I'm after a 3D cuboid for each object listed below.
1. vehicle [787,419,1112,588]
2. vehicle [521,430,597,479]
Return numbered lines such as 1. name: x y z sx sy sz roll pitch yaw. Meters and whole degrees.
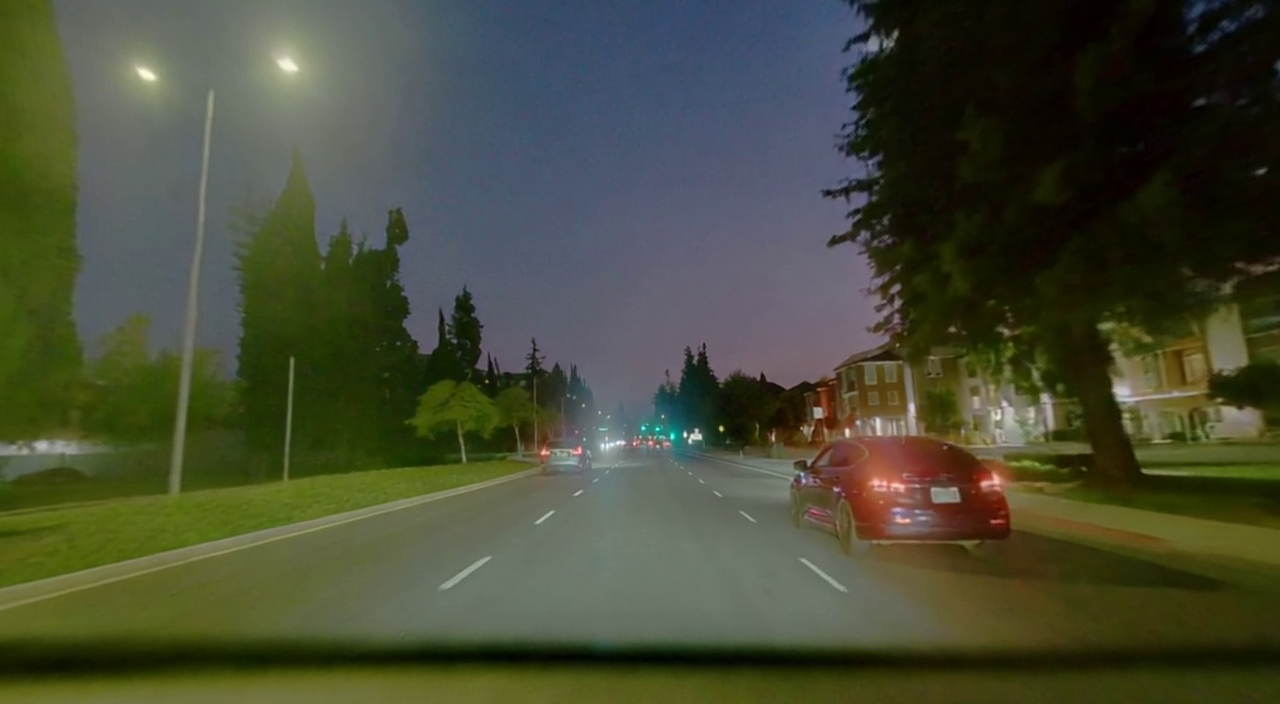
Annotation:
1. vehicle: 3.354 1.710 8.009 1.945 1.530 4.320 0 -8 0
2. vehicle: -3.218 4.201 26.177 2.216 1.828 4.886 -1 -8 3
